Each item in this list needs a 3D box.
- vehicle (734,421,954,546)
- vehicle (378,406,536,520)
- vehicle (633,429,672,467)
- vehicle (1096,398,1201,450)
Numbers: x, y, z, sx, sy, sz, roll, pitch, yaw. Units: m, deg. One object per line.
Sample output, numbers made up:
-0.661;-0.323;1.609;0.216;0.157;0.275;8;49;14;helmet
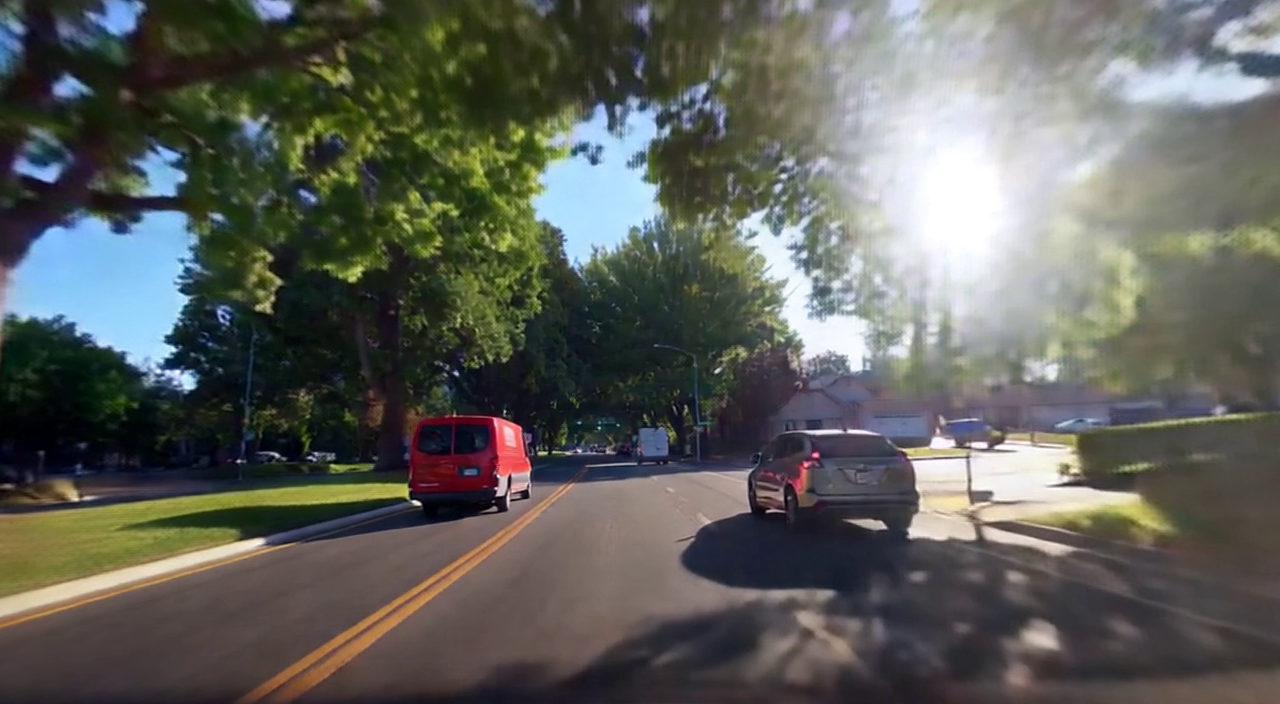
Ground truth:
3.091;2.113;10.839;2.087;1.658;4.612;0;-9;-2;vehicle
-3.976;2.524;14.787;2.420;2.227;4.499;0;-9;-1;vehicle
0.841;7.090;46.610;2.397;2.566;5.324;1;-9;-5;vehicle
38.642;5.602;47.815;10.876;3.559;3.014;6;-11;-35;vehicle
